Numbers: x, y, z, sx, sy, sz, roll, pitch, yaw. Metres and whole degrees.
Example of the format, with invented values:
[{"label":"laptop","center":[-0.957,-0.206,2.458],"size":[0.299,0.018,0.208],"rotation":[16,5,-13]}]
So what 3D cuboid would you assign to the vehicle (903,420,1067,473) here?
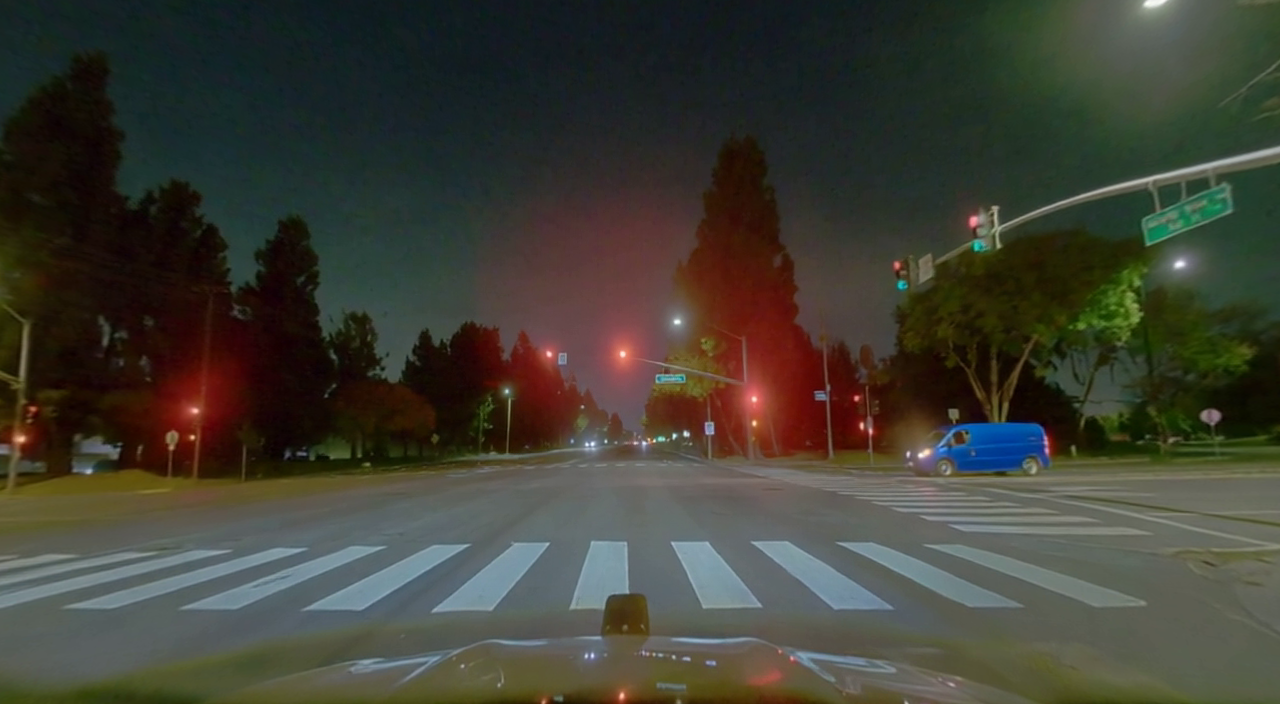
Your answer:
[{"label":"vehicle","center":[12.436,3.428,22.962],"size":[4.790,1.798,1.909],"rotation":[0,-8,1]}]
